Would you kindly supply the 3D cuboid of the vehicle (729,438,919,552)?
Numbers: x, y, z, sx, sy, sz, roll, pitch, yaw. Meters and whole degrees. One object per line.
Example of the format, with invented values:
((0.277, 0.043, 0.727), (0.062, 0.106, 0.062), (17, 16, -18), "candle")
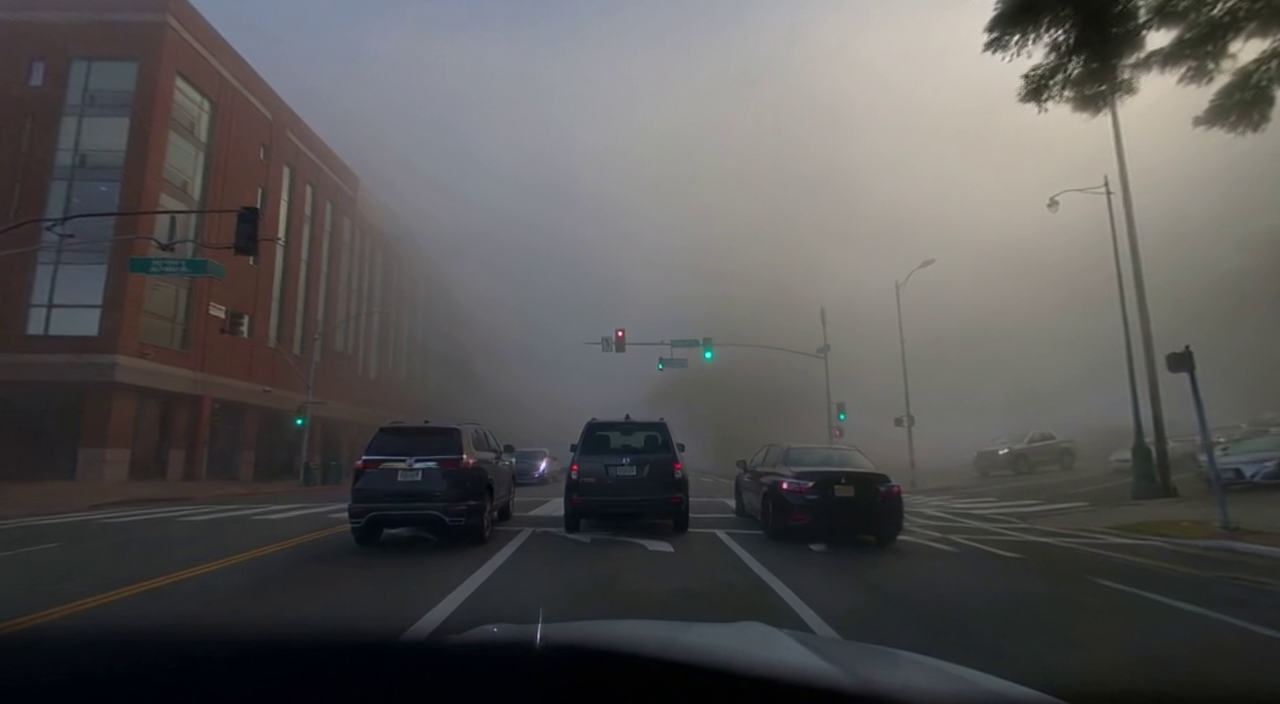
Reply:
((2.686, 2.170, 10.347), (1.852, 1.462, 4.155), (0, -8, 0), "vehicle")

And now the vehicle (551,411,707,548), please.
((-0.187, 2.074, 10.917), (2.105, 1.842, 4.537), (0, -8, -1), "vehicle")

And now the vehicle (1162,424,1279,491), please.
((17.390, 2.896, 17.333), (4.547, 1.720, 1.624), (0, -12, -1), "vehicle")

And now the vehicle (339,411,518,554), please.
((-3.125, 1.987, 10.326), (1.855, 1.812, 4.244), (1, -8, -6), "vehicle")

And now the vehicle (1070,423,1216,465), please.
((20.815, 3.825, 26.299), (4.355, 1.663, 1.948), (0, -8, 0), "vehicle")
